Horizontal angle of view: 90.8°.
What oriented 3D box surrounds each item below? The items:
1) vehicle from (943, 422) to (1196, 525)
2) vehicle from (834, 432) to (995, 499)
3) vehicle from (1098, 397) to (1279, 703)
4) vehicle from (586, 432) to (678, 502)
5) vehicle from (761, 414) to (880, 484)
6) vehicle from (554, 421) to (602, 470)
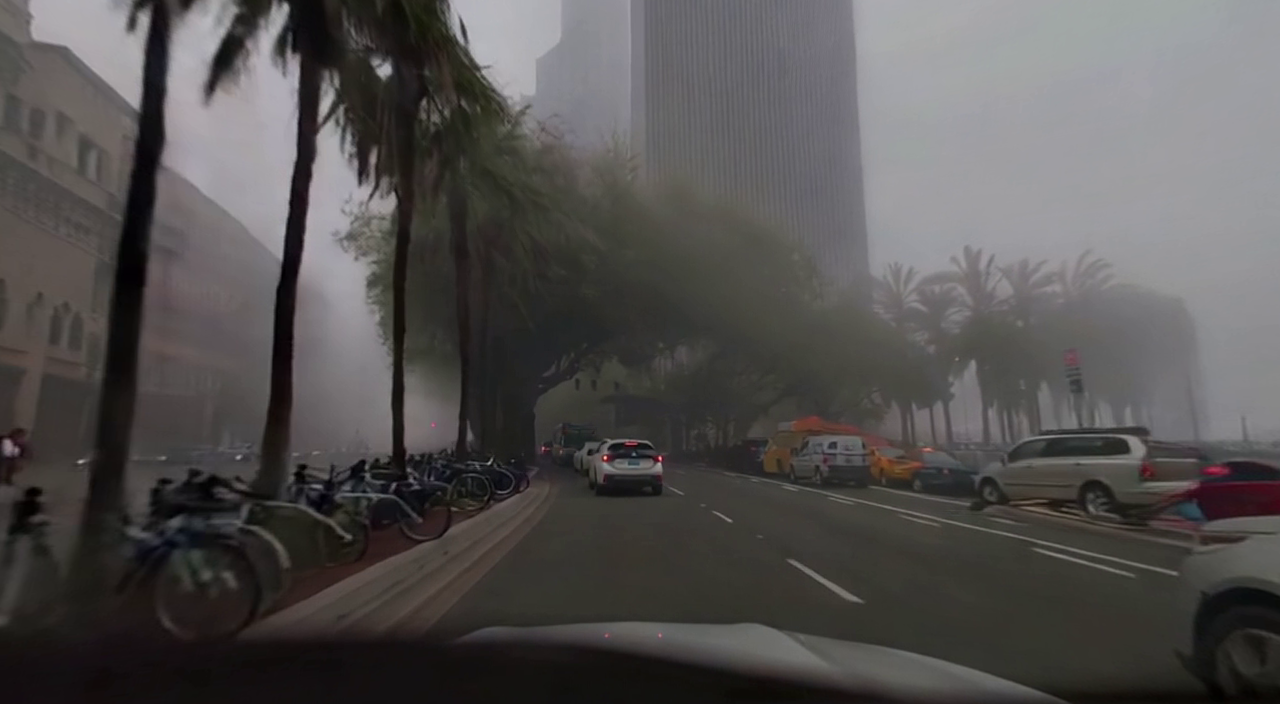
[{"bbox_3d":[8.204,2.322,12.676,1.860,1.684,4.211,1,-8,-5],"label":"vehicle"},{"bbox_3d":[7.639,3.189,18.304,1.945,1.623,5.013,1,-8,-7],"label":"vehicle"},{"bbox_3d":[3.515,0.716,0.898,2.116,1.500,4.702,0,-8,-2],"label":"vehicle"},{"bbox_3d":[-0.338,2.960,16.728,2.111,1.605,3.832,1,-8,-5],"label":"vehicle"},{"bbox_3d":[6.882,3.791,24.928,2.377,2.429,5.532,1,-8,-8],"label":"vehicle"},{"bbox_3d":[-4.089,5.984,40.701,2.400,2.872,6.053,2,-8,-11],"label":"vehicle"}]
